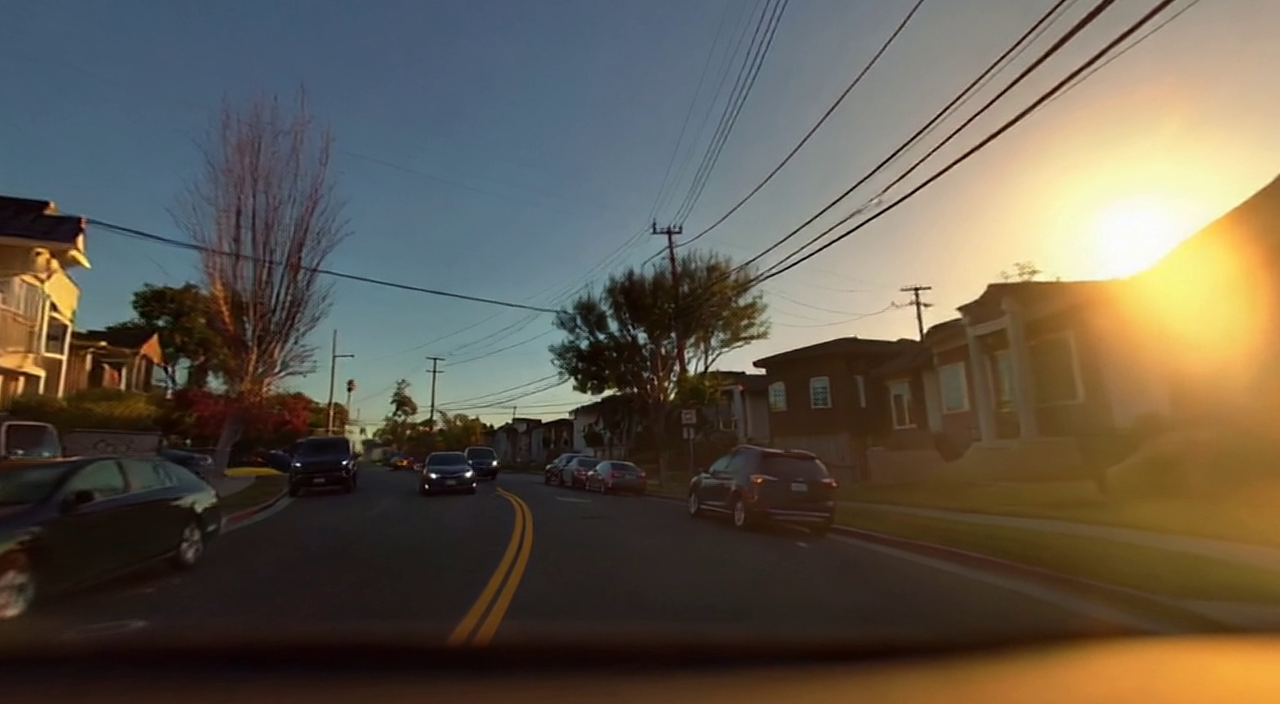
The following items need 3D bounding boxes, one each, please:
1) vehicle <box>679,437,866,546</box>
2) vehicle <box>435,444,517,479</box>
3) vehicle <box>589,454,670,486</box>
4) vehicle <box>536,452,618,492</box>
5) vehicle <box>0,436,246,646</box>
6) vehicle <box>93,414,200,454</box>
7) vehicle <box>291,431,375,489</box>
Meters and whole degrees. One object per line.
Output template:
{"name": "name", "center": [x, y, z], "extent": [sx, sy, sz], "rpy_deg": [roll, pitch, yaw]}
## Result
{"name": "vehicle", "center": [2.360, 2.633, 12.683], "extent": [1.994, 1.682, 4.750], "rpy_deg": [4, -9, -10]}
{"name": "vehicle", "center": [-10.270, 6.783, 39.297], "extent": [2.449, 1.869, 5.504], "rpy_deg": [15, -16, -41]}
{"name": "vehicle", "center": [-0.568, 6.558, 35.314], "extent": [4.163, 1.586, 2.023], "rpy_deg": [7, -11, -39]}
{"name": "vehicle", "center": [-2.904, 5.267, 28.037], "extent": [1.923, 1.531, 4.568], "rpy_deg": [8, -11, -27]}
{"name": "vehicle", "center": [-6.266, 1.729, 6.257], "extent": [2.023, 1.674, 4.556], "rpy_deg": [-1, -8, -4]}
{"name": "vehicle", "center": [-26.483, 4.468, 34.003], "extent": [1.861, 1.569, 4.064], "rpy_deg": [-11, -20, 41]}
{"name": "vehicle", "center": [-11.440, 4.059, 23.521], "extent": [2.378, 1.840, 5.389], "rpy_deg": [6, -12, -26]}
